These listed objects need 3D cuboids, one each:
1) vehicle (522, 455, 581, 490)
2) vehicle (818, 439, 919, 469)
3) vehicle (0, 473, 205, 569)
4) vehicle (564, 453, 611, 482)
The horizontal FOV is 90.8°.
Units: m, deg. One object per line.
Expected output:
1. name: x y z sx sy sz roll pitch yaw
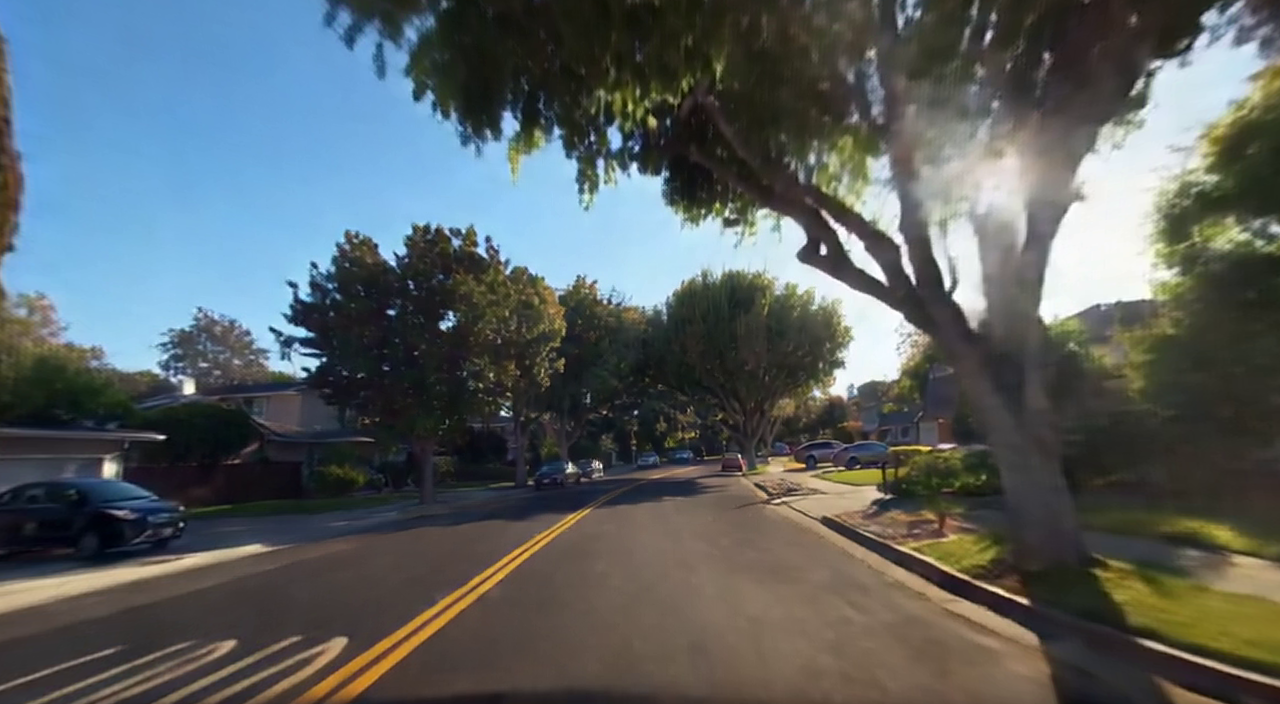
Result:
1. vehicle: -4.394 6.162 32.017 1.886 1.494 4.149 -2 -14 7
2. vehicle: 12.309 5.512 34.260 4.744 1.507 1.953 -1 -8 4
3. vehicle: -10.582 3.026 11.680 3.947 1.442 1.858 -3 -9 12
4. vehicle: -3.185 7.216 39.163 1.972 1.536 4.347 -2 -14 8
